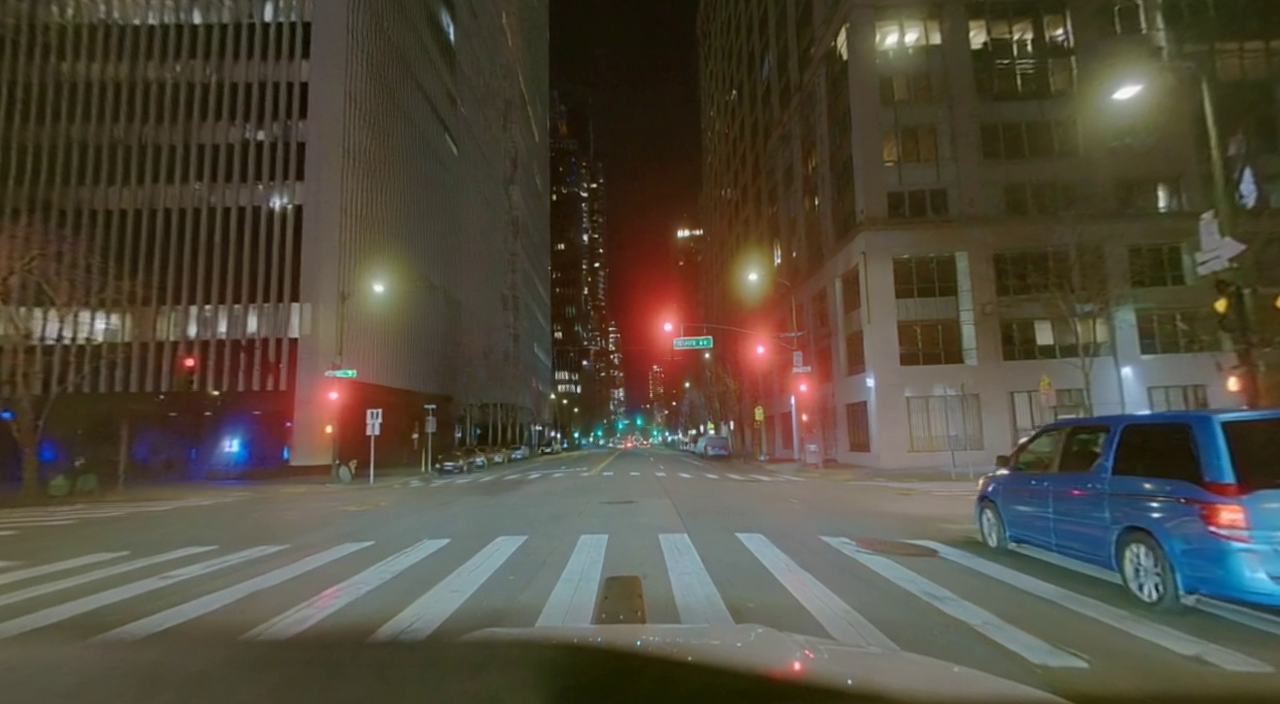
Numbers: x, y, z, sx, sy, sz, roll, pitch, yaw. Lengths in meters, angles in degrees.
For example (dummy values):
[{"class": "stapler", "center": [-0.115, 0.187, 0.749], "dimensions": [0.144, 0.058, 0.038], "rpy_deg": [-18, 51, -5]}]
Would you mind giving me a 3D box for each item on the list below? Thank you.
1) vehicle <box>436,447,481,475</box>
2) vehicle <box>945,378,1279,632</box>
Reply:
[{"class": "vehicle", "center": [-12.414, 7.451, 43.419], "dimensions": [1.935, 1.639, 4.244], "rpy_deg": [-3, -8, -2]}, {"class": "vehicle", "center": [5.595, 1.435, 6.896], "dimensions": [2.070, 1.804, 4.881], "rpy_deg": [0, -8, 0]}]
